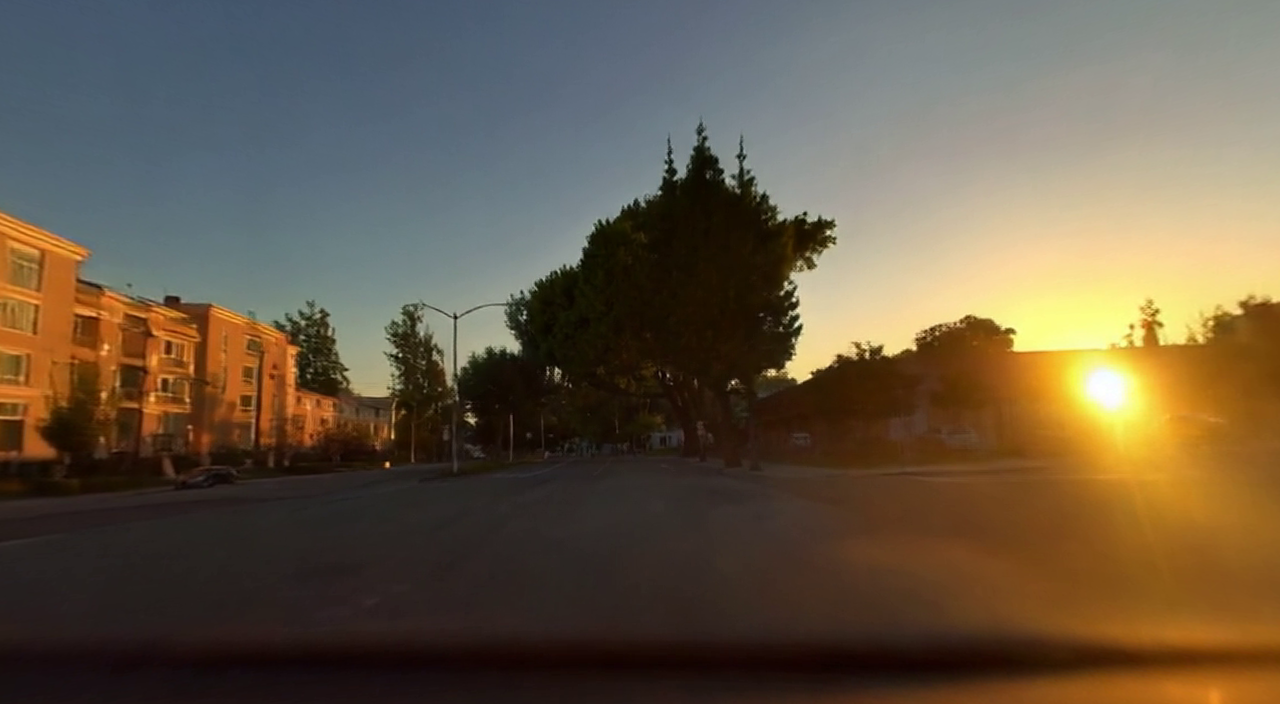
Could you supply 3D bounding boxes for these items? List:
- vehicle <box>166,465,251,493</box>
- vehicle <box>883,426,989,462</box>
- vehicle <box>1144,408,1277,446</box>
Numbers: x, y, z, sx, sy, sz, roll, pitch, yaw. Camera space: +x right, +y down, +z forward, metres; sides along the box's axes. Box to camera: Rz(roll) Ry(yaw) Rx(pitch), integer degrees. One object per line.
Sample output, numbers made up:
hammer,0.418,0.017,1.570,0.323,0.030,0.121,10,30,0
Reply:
vehicle,-26.156,7.678,38.492,1.828,1.448,4.689,0,-9,1
vehicle,15.024,4.669,32.228,4.268,1.589,2.156,-2,-8,-6
vehicle,29.896,3.982,33.201,4.934,1.910,2.165,0,-9,-3
